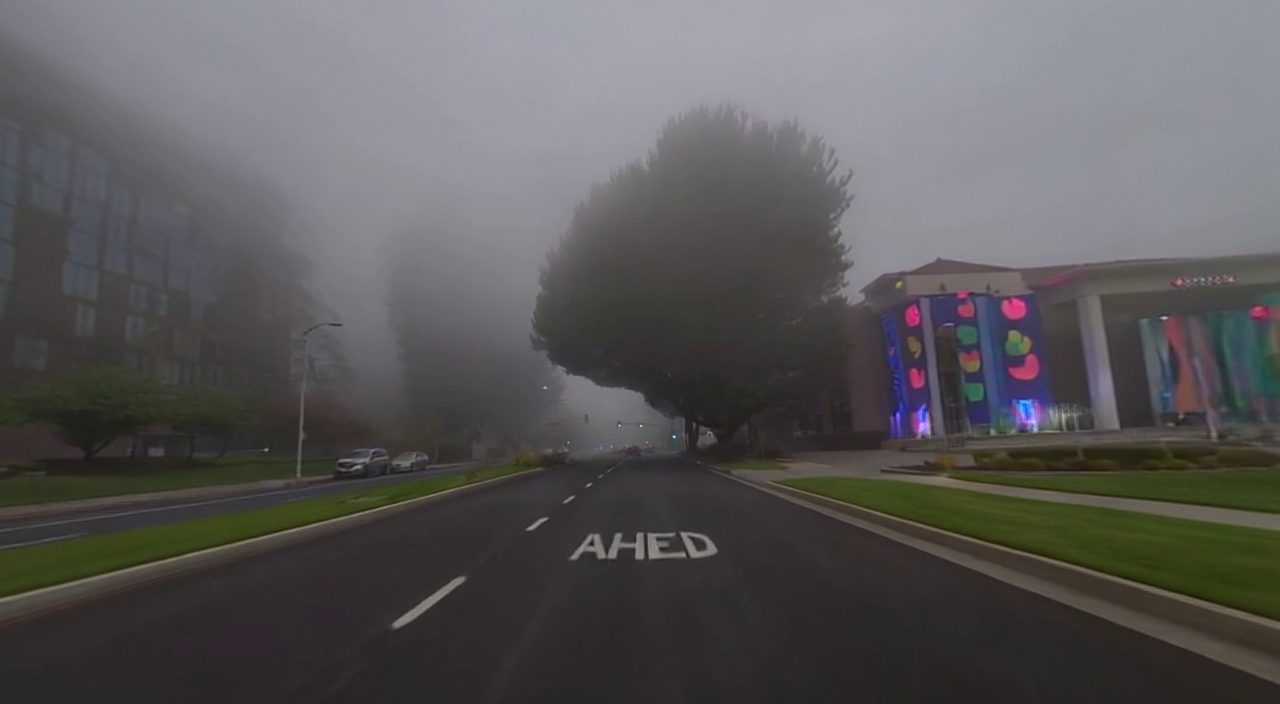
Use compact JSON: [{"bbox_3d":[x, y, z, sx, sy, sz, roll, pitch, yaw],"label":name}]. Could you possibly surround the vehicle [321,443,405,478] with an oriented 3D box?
[{"bbox_3d":[-17.338,6.798,39.719,2.617,1.997,5.830,0,-9,0],"label":"vehicle"}]
